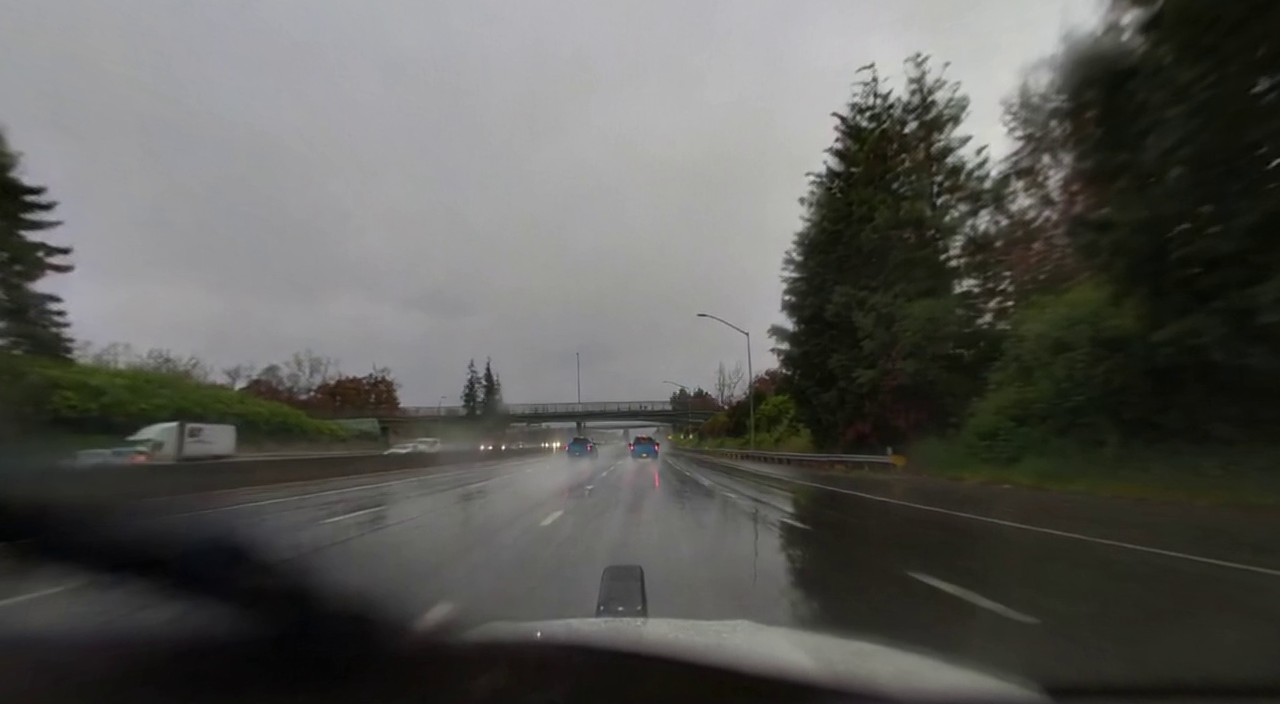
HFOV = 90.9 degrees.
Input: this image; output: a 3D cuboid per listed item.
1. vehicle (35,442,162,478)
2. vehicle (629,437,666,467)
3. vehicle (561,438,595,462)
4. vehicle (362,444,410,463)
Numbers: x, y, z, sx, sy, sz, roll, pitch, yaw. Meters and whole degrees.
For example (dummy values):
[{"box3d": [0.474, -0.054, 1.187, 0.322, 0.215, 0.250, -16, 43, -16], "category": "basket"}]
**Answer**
[{"box3d": [-23.543, 4.680, 27.671, 1.814, 1.455, 4.188, 0, -8, 0], "category": "vehicle"}, {"box3d": [0.437, 5.914, 37.362, 2.010, 1.637, 4.940, 0, -8, 1], "category": "vehicle"}, {"box3d": [-4.771, 7.613, 49.204, 2.091, 1.749, 4.271, 0, -8, 2], "category": "vehicle"}, {"box3d": [-19.902, 7.965, 49.594, 1.915, 1.439, 4.467, 0, -8, 0], "category": "vehicle"}]
